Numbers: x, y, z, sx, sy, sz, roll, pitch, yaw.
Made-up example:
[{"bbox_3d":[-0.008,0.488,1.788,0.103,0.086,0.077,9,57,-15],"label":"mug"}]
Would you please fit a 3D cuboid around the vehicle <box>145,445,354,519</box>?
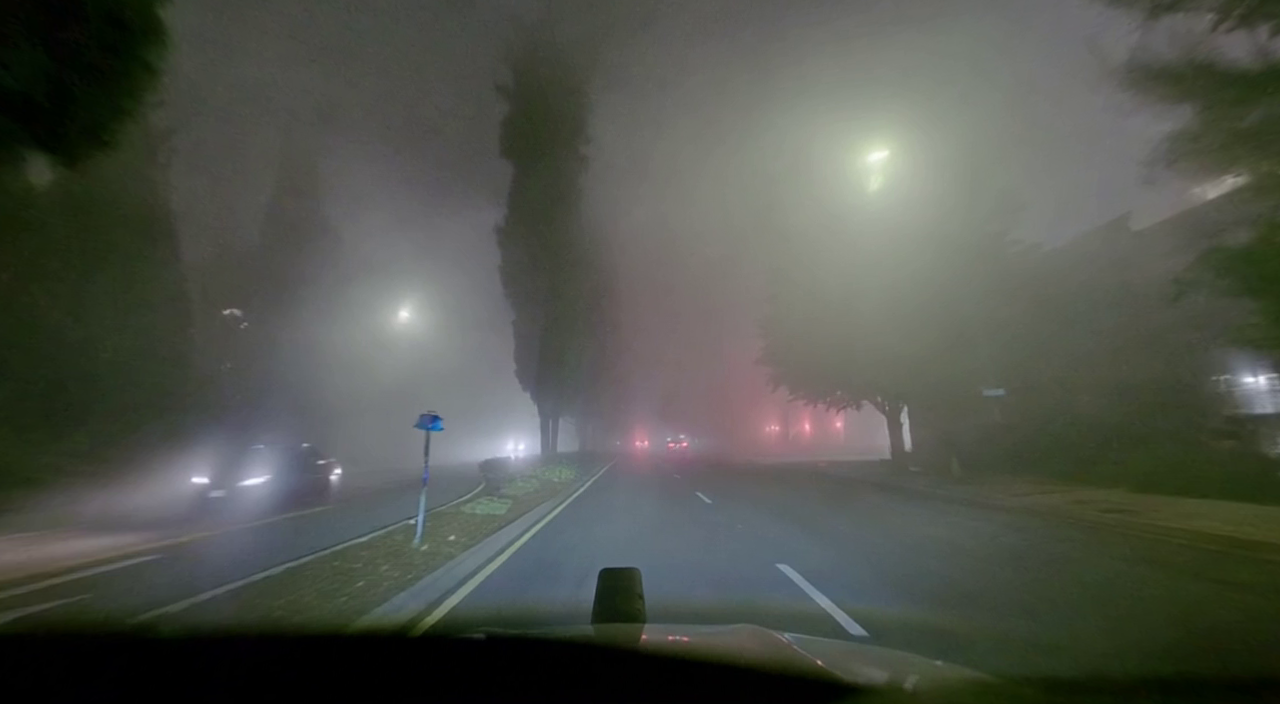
[{"bbox_3d":[-8.772,2.919,14.816,1.882,1.437,4.672,0,-8,0],"label":"vehicle"}]
